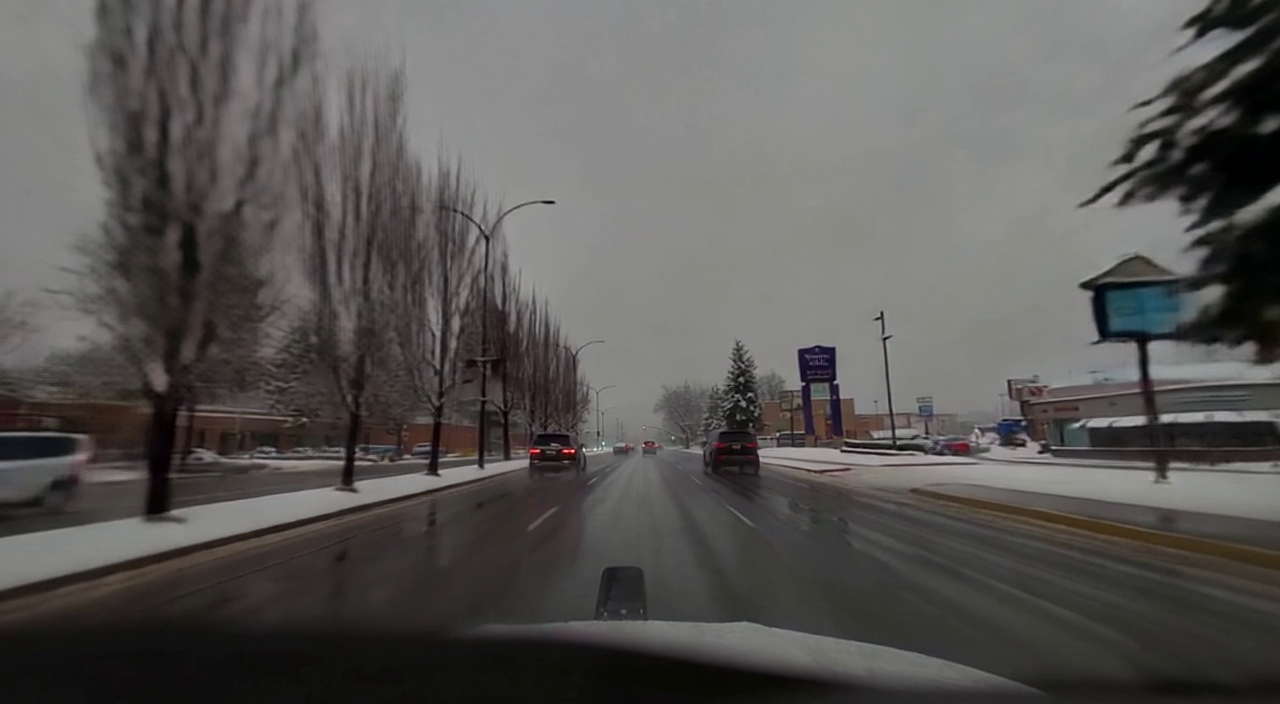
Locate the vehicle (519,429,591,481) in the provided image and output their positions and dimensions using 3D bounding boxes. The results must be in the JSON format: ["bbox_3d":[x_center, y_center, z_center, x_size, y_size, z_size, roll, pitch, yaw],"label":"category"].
[{"bbox_3d":[-3.099,3.881,23.844,2.014,1.775,4.404,0,-8,1],"label":"vehicle"}]

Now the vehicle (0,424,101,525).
[{"bbox_3d":[-12.169,2.091,10.644,2.023,1.729,4.478,0,-8,0],"label":"vehicle"}]

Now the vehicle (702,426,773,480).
[{"bbox_3d":[3.743,3.973,24.973,2.024,1.921,4.431,0,-8,-1],"label":"vehicle"}]
